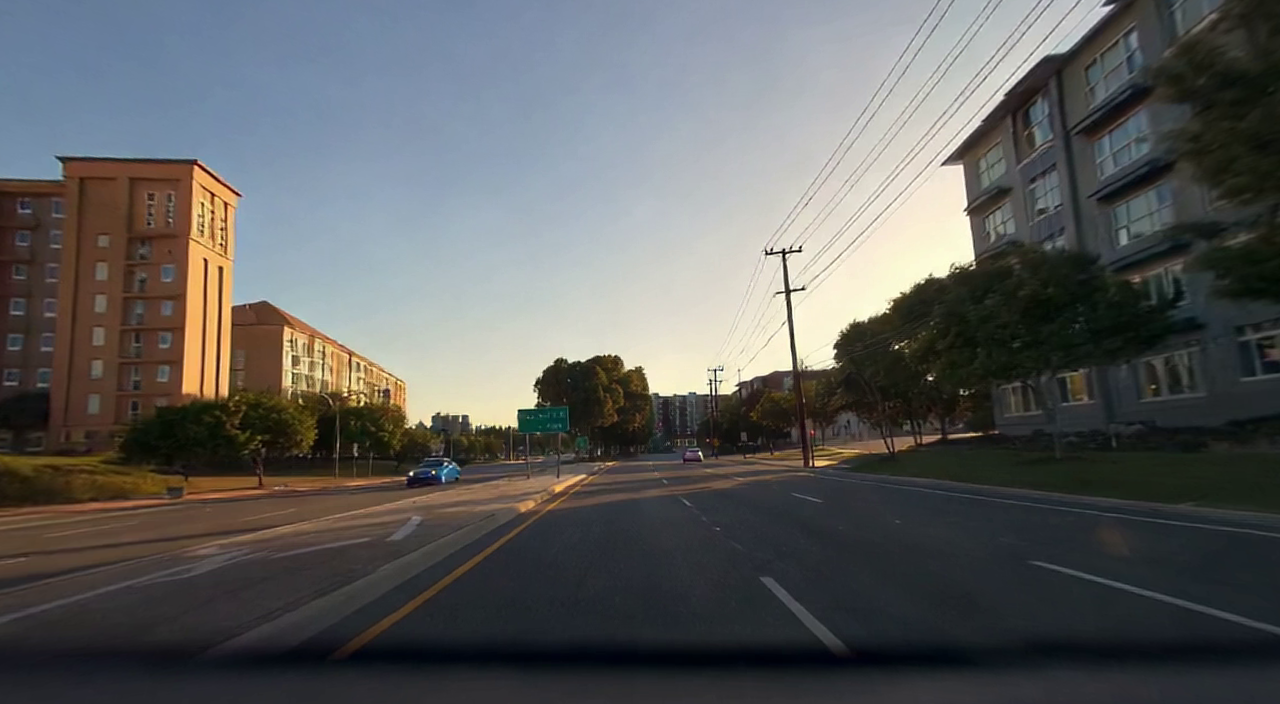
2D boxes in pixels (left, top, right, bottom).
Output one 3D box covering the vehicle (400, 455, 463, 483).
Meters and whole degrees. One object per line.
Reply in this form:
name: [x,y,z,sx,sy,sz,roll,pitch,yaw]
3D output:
vehicle: [-12.182,6.866,37.113,2.116,1.470,4.581,0,-9,0]
